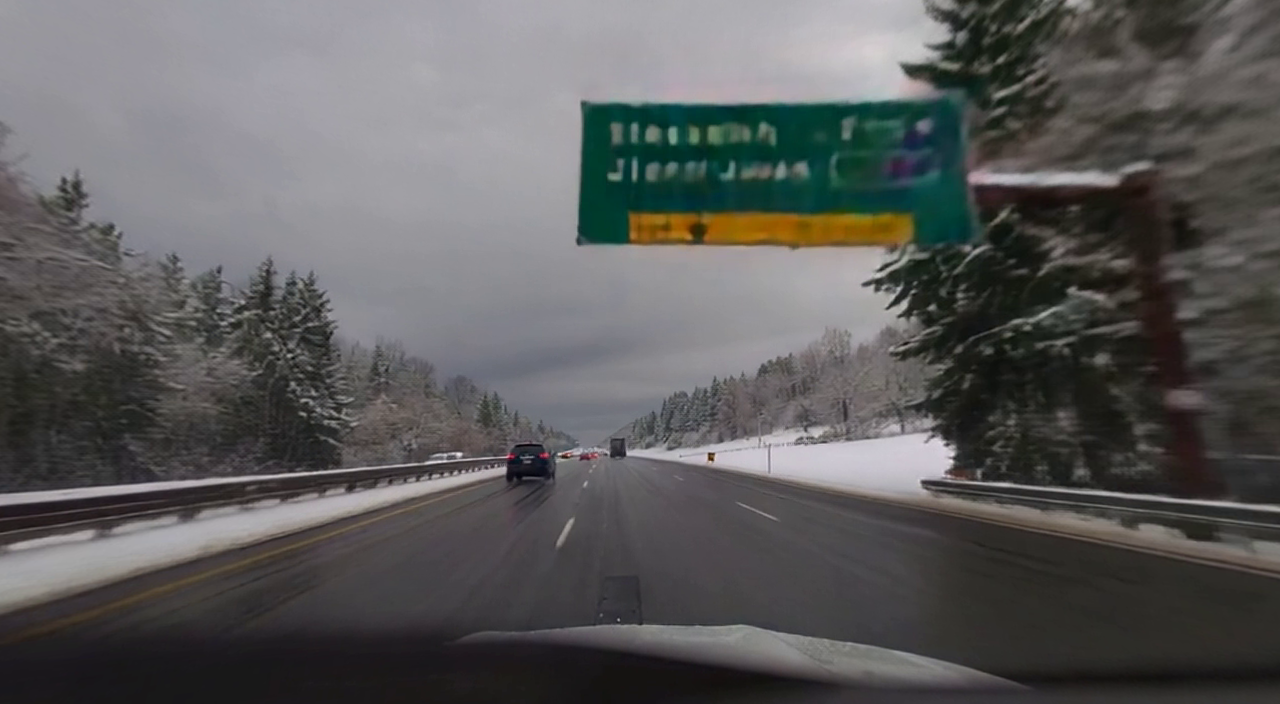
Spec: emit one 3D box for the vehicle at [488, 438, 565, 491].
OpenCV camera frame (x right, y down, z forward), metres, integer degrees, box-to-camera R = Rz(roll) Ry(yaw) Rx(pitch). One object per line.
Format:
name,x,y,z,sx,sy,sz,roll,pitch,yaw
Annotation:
vehicle,-3.964,4.004,22.611,2.151,1.693,4.201,0,-9,-2

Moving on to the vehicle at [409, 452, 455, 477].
vehicle,-13.949,7.539,42.274,1.860,1.507,3.987,0,-9,-2
